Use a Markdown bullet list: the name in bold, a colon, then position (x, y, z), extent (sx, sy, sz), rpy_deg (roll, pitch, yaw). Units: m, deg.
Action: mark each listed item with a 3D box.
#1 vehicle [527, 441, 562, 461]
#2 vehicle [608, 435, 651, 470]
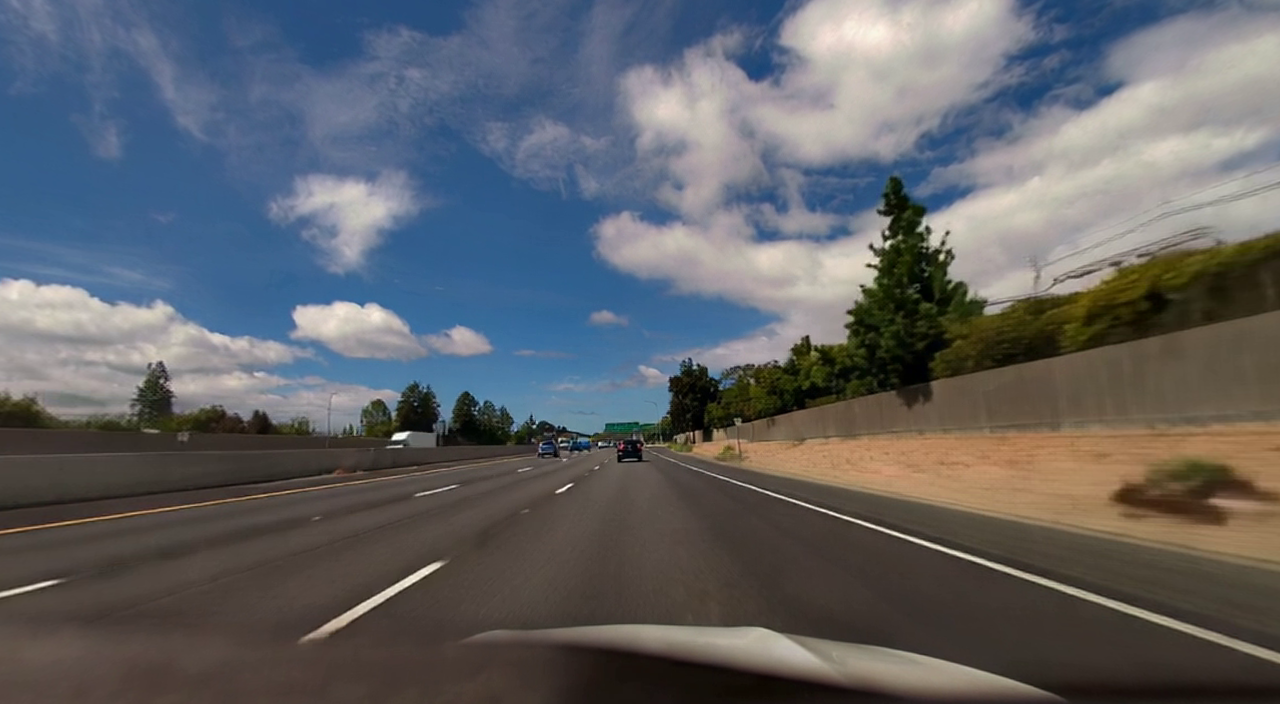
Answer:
- **vehicle**: position (-7.470, 7.837, 49.876), extent (2.019, 1.523, 4.396), rpy_deg (0, -8, 1)
- **vehicle**: position (-0.526, 5.412, 34.065), extent (2.141, 1.706, 4.065), rpy_deg (0, -8, 0)
